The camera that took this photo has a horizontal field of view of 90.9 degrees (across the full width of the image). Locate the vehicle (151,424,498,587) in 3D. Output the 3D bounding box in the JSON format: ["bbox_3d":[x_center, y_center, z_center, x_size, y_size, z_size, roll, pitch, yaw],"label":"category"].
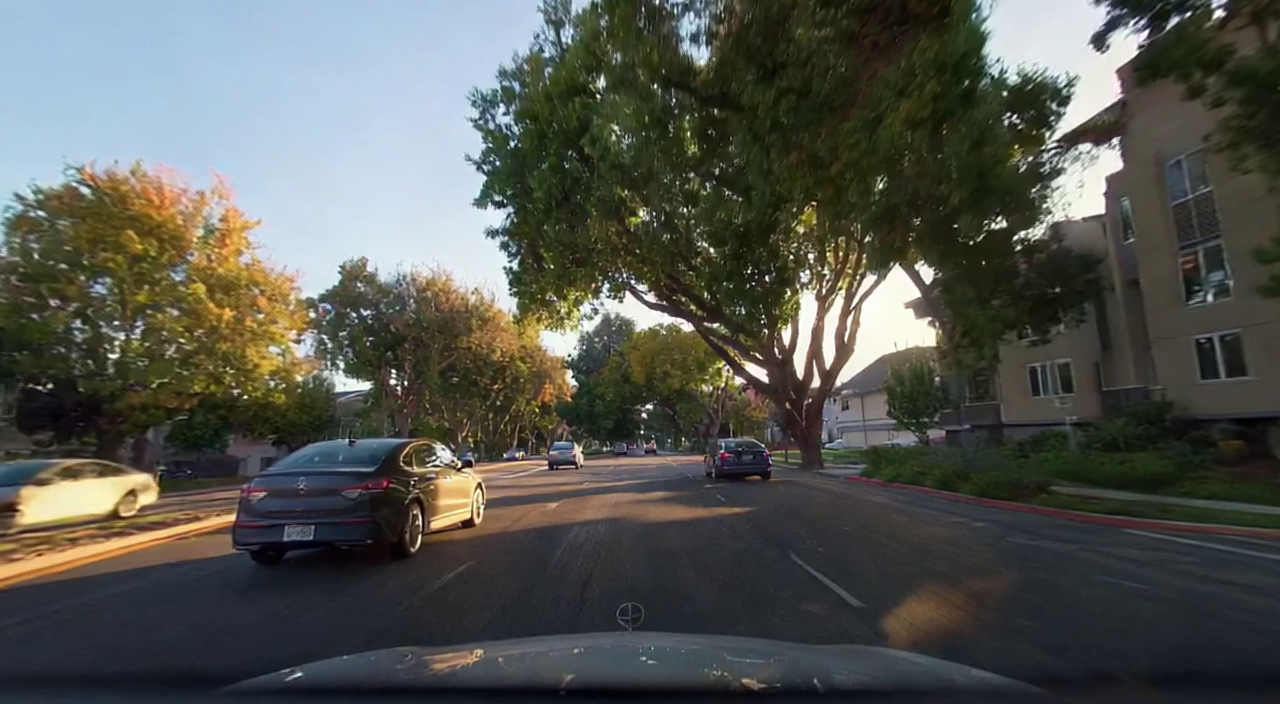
[{"bbox_3d":[-3.413,1.737,8.047,2.053,1.480,4.381,0,-8,2],"label":"vehicle"}]

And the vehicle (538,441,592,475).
[{"bbox_3d":[-3.547,5.085,30.576,1.988,1.497,4.404,0,-8,2],"label":"vehicle"}]

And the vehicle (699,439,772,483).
[{"bbox_3d":[3.476,4.066,23.883,2.010,1.486,4.498,0,-8,-1],"label":"vehicle"}]
